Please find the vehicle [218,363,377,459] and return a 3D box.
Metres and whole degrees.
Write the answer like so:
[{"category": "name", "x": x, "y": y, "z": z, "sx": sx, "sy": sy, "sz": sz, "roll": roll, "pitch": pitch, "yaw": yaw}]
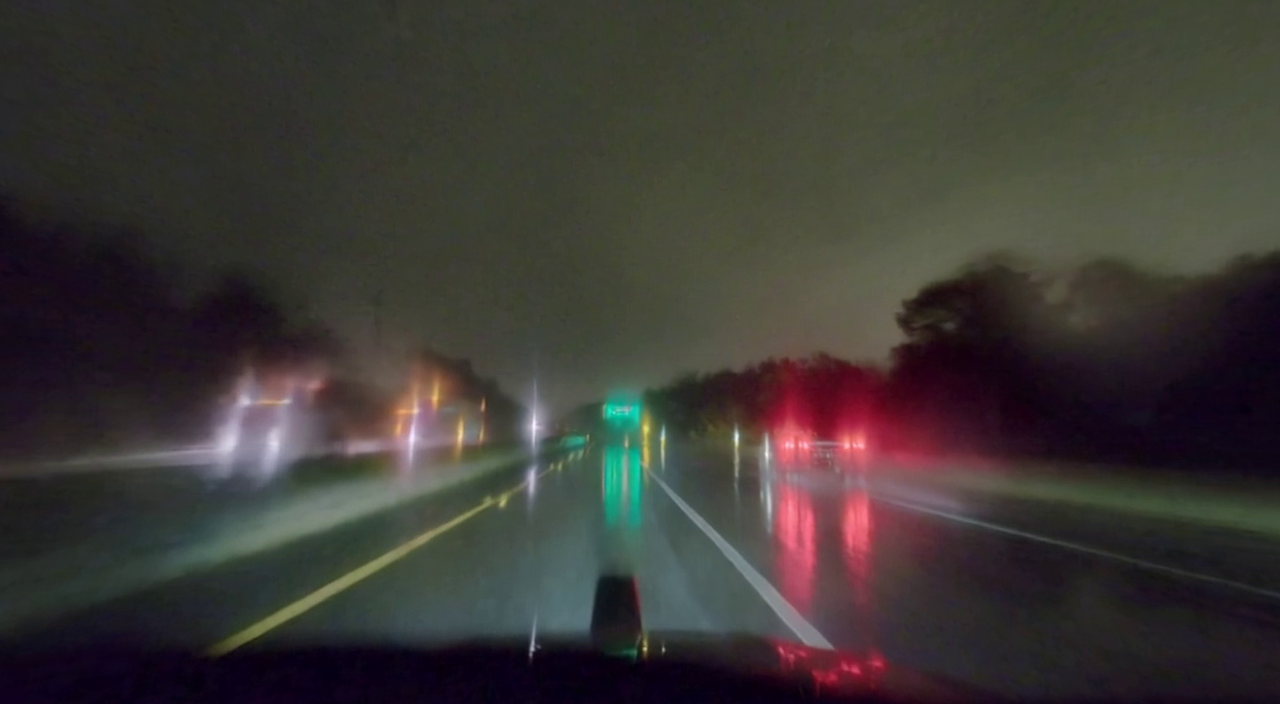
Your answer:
[{"category": "vehicle", "x": -14.526, "y": 2.713, "z": 27.641, "sx": 2.889, "sy": 3.606, "sz": 7.557, "roll": 0, "pitch": -8, "yaw": -2}]
